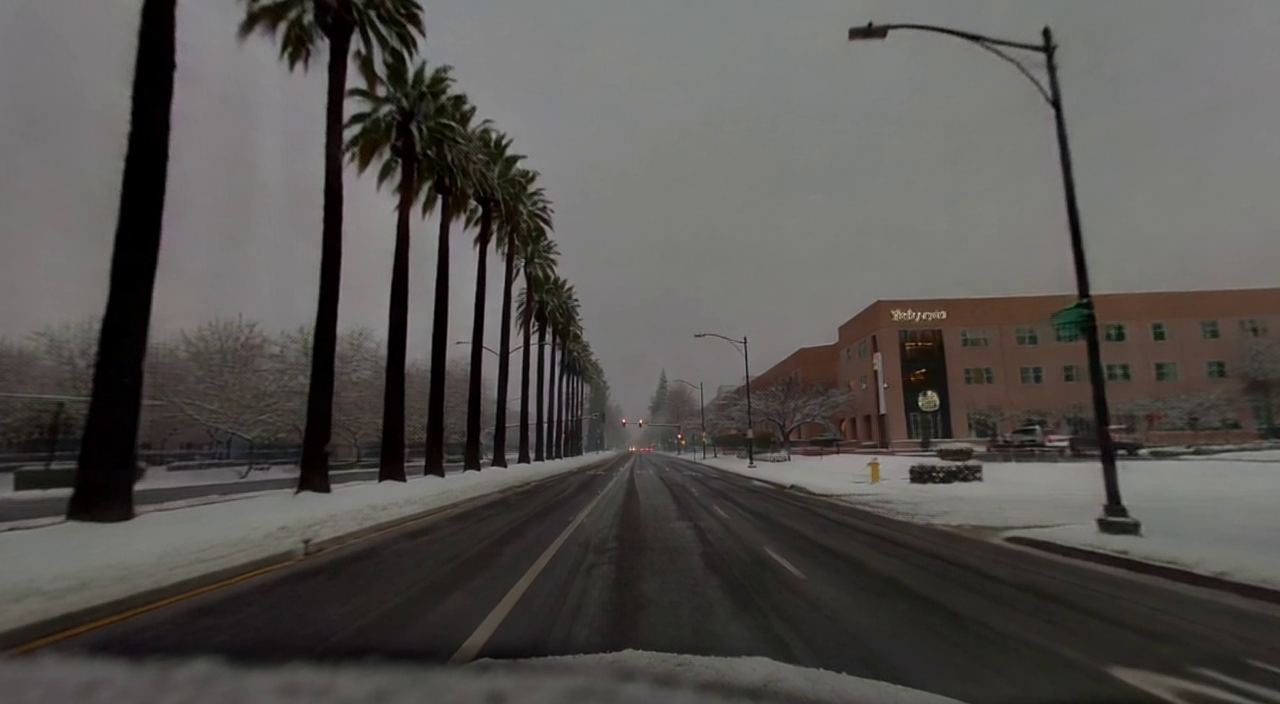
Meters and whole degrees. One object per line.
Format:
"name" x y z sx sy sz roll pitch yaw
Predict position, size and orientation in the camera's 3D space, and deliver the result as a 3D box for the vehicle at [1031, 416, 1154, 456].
"vehicle" 22.673 4.288 31.916 2.222 1.818 5.099 0 -8 -3
